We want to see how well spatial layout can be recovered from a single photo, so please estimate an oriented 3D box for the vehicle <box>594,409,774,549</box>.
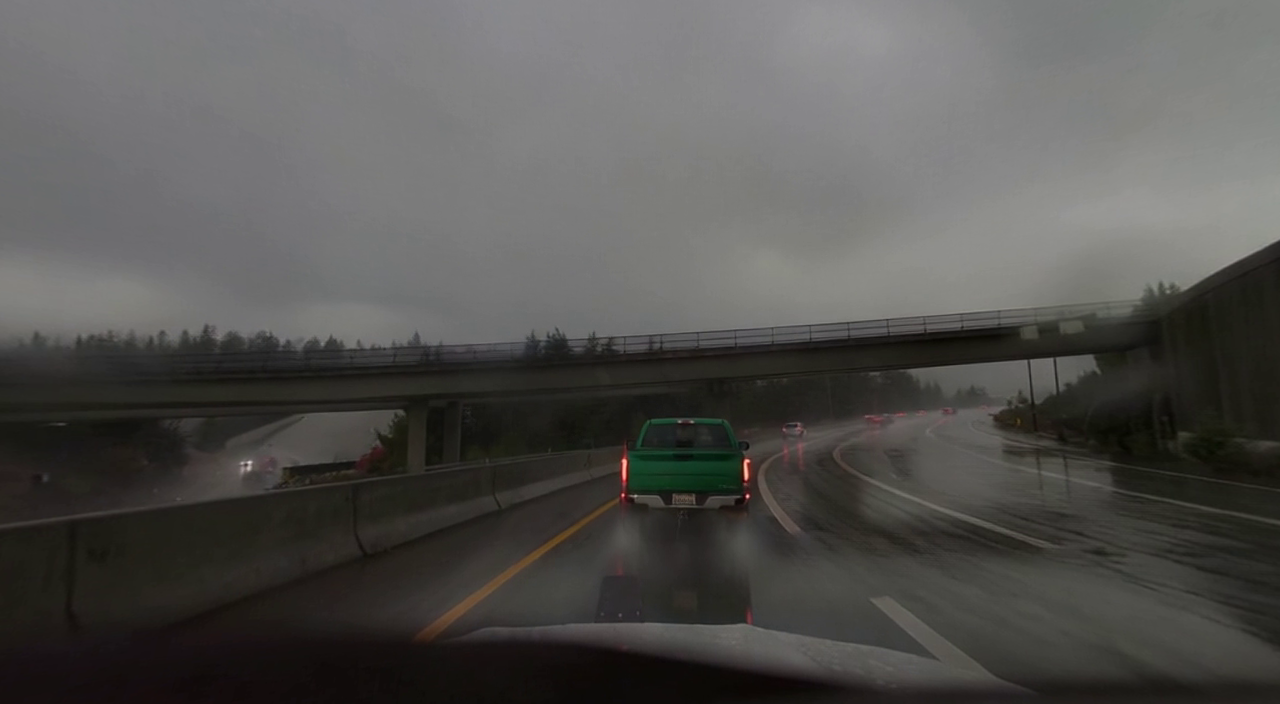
[{"bbox_3d":[0.739,1.905,10.139,2.235,1.716,4.435,-1,-8,5],"label":"vehicle"}]
